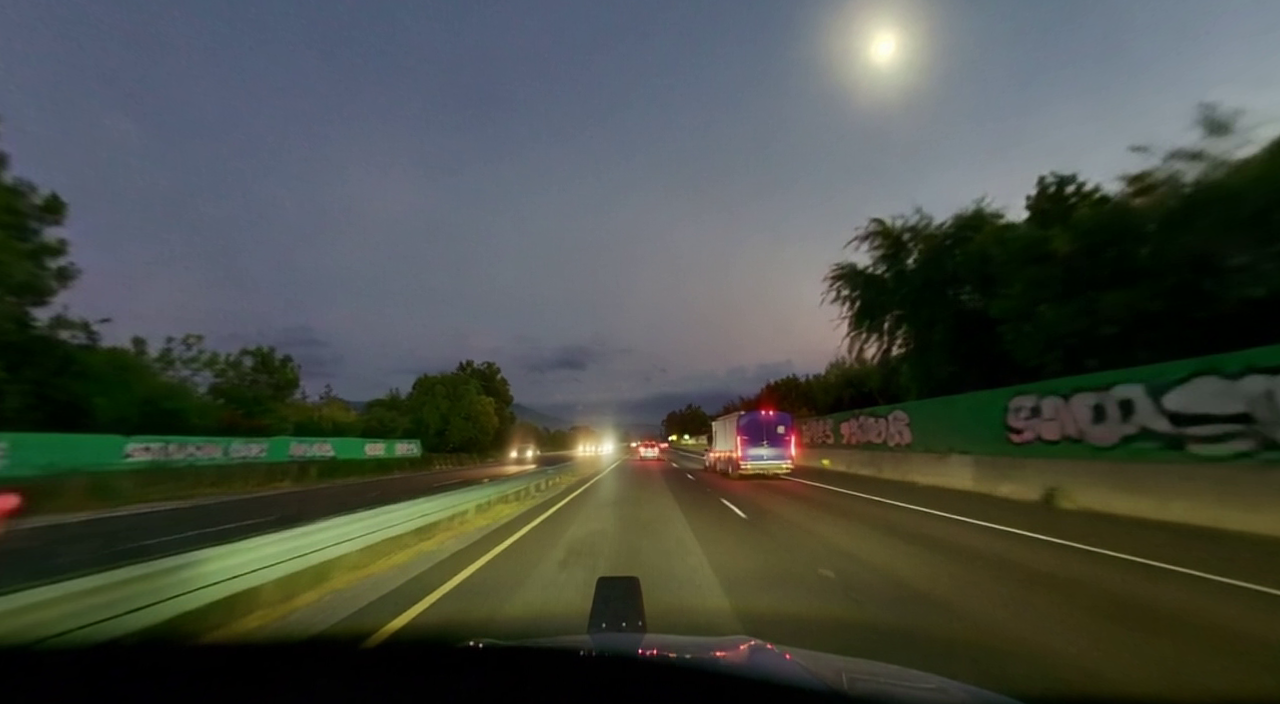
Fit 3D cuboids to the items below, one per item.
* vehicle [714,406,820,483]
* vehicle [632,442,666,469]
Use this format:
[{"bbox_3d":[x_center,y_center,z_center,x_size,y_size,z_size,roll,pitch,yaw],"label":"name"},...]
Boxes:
[{"bbox_3d":[4.837,3.737,25.487,2.712,2.659,6.992,0,-8,-1],"label":"vehicle"},{"bbox_3d":[0.530,6.418,39.325,2.030,1.572,4.067,0,-8,0],"label":"vehicle"}]
